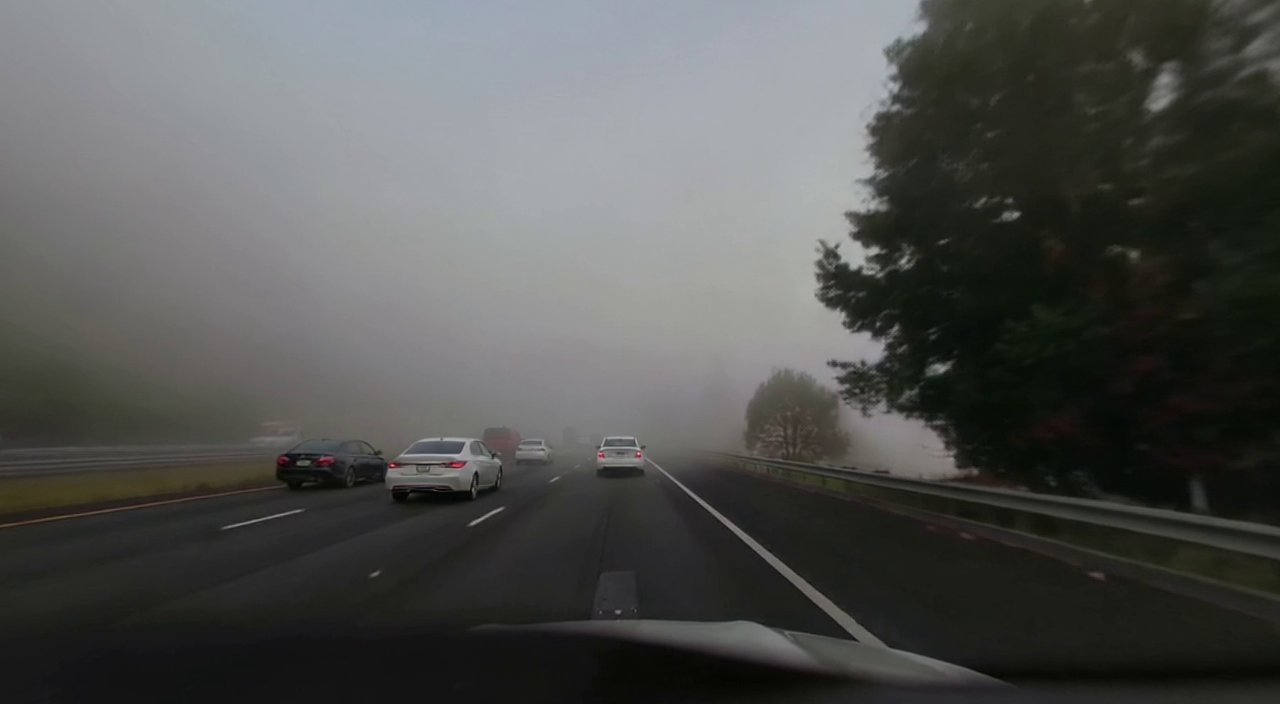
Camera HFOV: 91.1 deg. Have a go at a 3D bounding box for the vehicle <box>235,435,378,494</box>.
[{"bbox_3d":[-9.205,3.085,17.761,1.850,1.439,3.932,0,-8,0],"label":"vehicle"}]

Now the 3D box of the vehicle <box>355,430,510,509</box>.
[{"bbox_3d":[-4.351,2.513,14.053,1.971,1.464,4.386,0,-8,0],"label":"vehicle"}]

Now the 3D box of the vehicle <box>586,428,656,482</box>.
[{"bbox_3d":[-0.651,3.505,21.757,2.178,1.658,3.916,0,-8,-1],"label":"vehicle"}]

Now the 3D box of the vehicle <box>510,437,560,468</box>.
[{"bbox_3d":[-5.185,5.000,31.486,1.835,1.432,3.835,0,-8,0],"label":"vehicle"}]
